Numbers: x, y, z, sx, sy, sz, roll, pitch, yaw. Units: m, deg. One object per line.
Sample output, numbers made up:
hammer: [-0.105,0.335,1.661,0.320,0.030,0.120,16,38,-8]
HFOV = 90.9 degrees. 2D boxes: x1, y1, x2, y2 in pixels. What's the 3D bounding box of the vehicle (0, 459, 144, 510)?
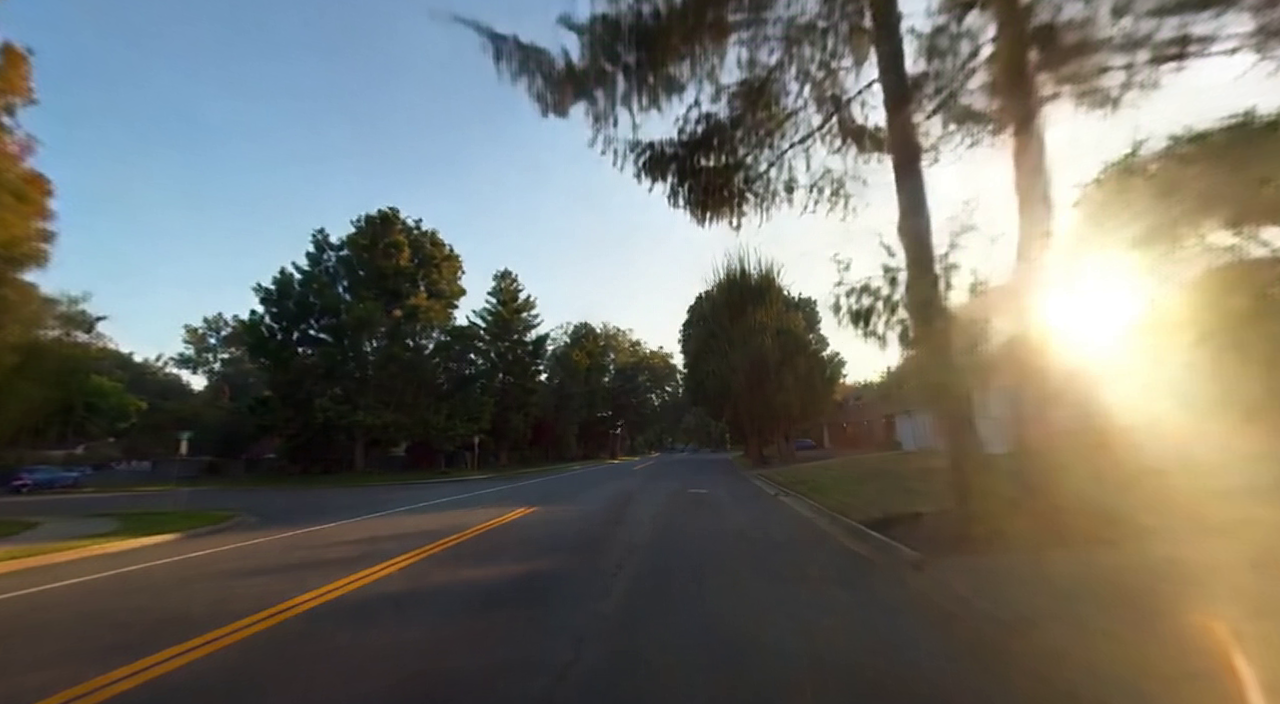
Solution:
vehicle: [-19.674,4.475,21.375,4.270,1.481,1.972,-3,-9,8]
